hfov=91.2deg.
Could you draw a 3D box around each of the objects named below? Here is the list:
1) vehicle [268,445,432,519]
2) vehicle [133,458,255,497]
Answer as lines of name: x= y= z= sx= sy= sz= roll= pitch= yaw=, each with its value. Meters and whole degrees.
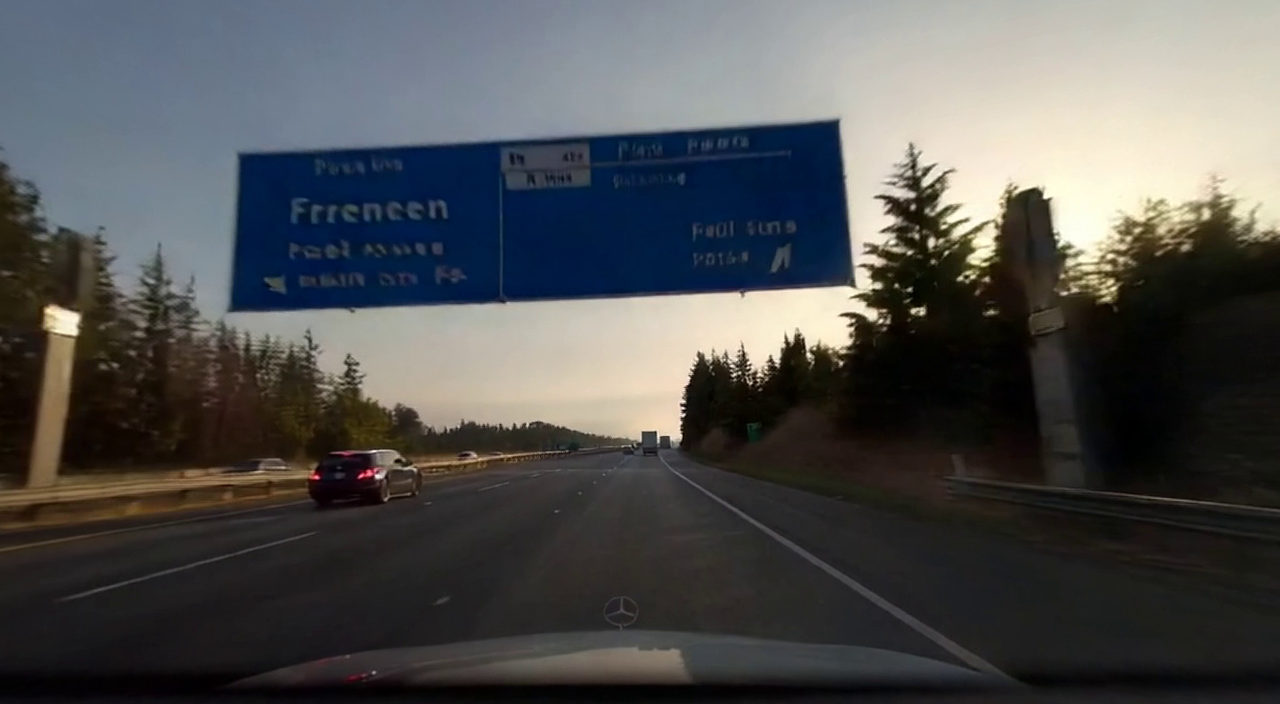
vehicle: x=-6.817 y=3.070 z=15.382 sx=1.956 sy=1.538 sz=4.318 roll=0 pitch=-9 yaw=0
vehicle: x=-19.388 y=5.443 z=27.584 sx=1.902 sy=1.485 sz=4.679 roll=0 pitch=-9 yaw=0
